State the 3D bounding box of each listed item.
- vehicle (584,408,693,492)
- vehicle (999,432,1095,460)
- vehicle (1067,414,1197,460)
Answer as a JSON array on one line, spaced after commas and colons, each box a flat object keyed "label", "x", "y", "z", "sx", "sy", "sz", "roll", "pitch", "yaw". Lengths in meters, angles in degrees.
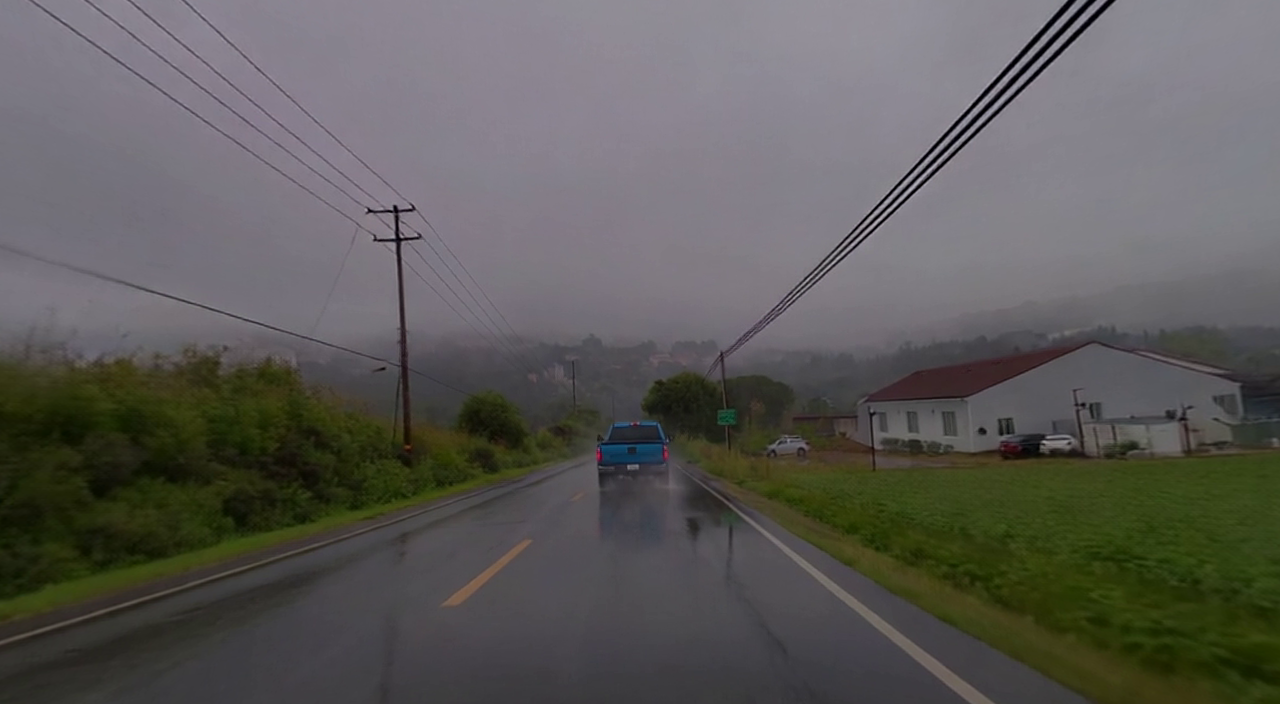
[{"label": "vehicle", "x": -0.099, "y": 3.294, "z": 21.455, "sx": 3.021, "sy": 2.326, "sz": 7.410, "roll": 0, "pitch": -9, "yaw": -1}, {"label": "vehicle", "x": 31.415, "y": 7.309, "z": 49.111, "sx": 2.323, "sy": 2.002, "sz": 6.310, "roll": 2, "pitch": -9, "yaw": -13}, {"label": "vehicle", "x": 33.664, "y": 5.874, "z": 43.506, "sx": 2.581, "sy": 2.932, "sz": 6.340, "roll": 4, "pitch": -9, "yaw": -27}]
